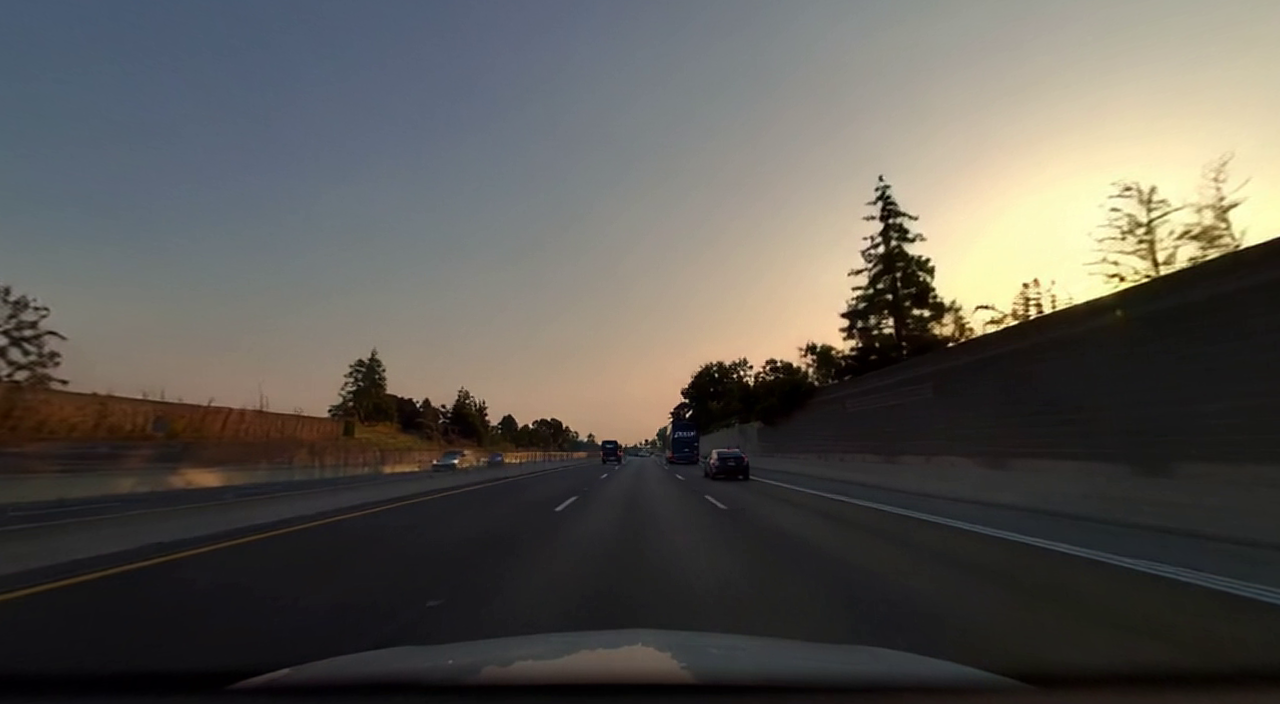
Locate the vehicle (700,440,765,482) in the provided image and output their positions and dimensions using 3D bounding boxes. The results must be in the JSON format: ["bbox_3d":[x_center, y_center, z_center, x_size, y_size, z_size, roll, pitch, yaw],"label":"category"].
[{"bbox_3d":[3.919,4.696,27.392,2.066,1.638,4.158,0,-9,-2],"label":"vehicle"}]
